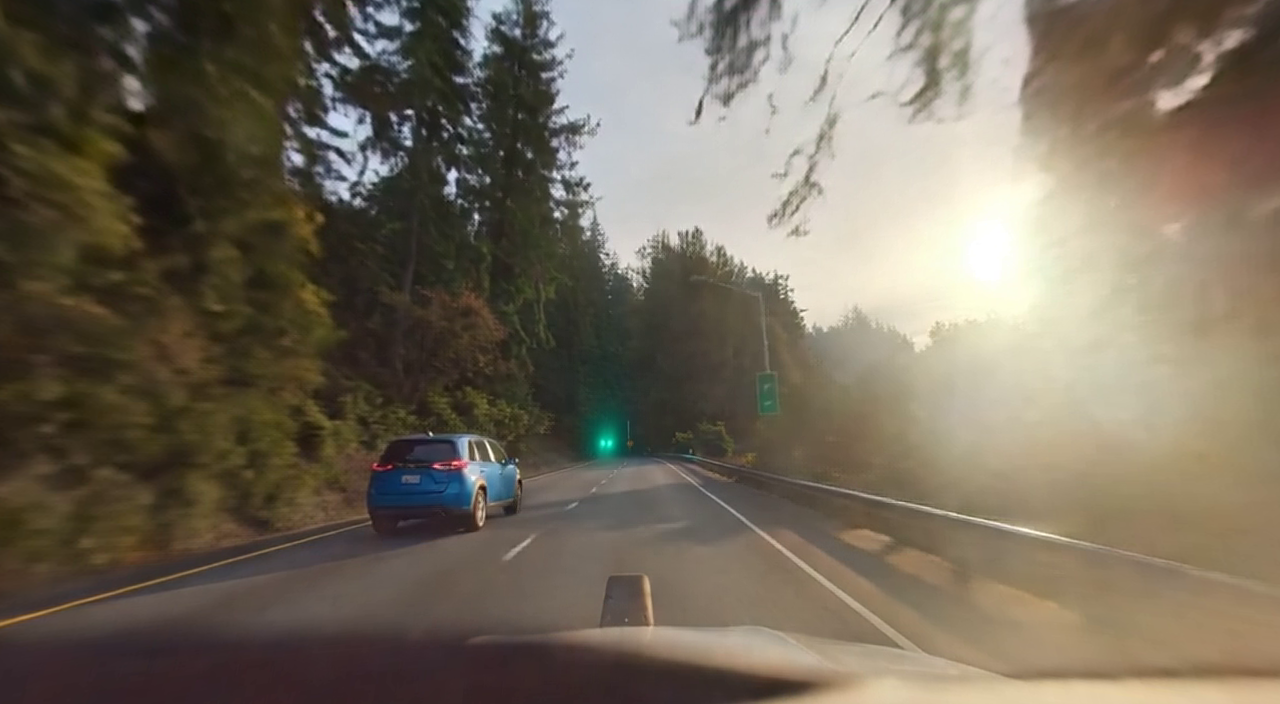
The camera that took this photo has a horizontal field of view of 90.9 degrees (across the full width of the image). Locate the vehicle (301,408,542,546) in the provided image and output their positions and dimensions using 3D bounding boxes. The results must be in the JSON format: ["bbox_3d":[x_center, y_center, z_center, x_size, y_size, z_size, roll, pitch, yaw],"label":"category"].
[{"bbox_3d":[-3.378,2.075,11.157,2.336,1.857,4.986,0,-8,2],"label":"vehicle"}]
